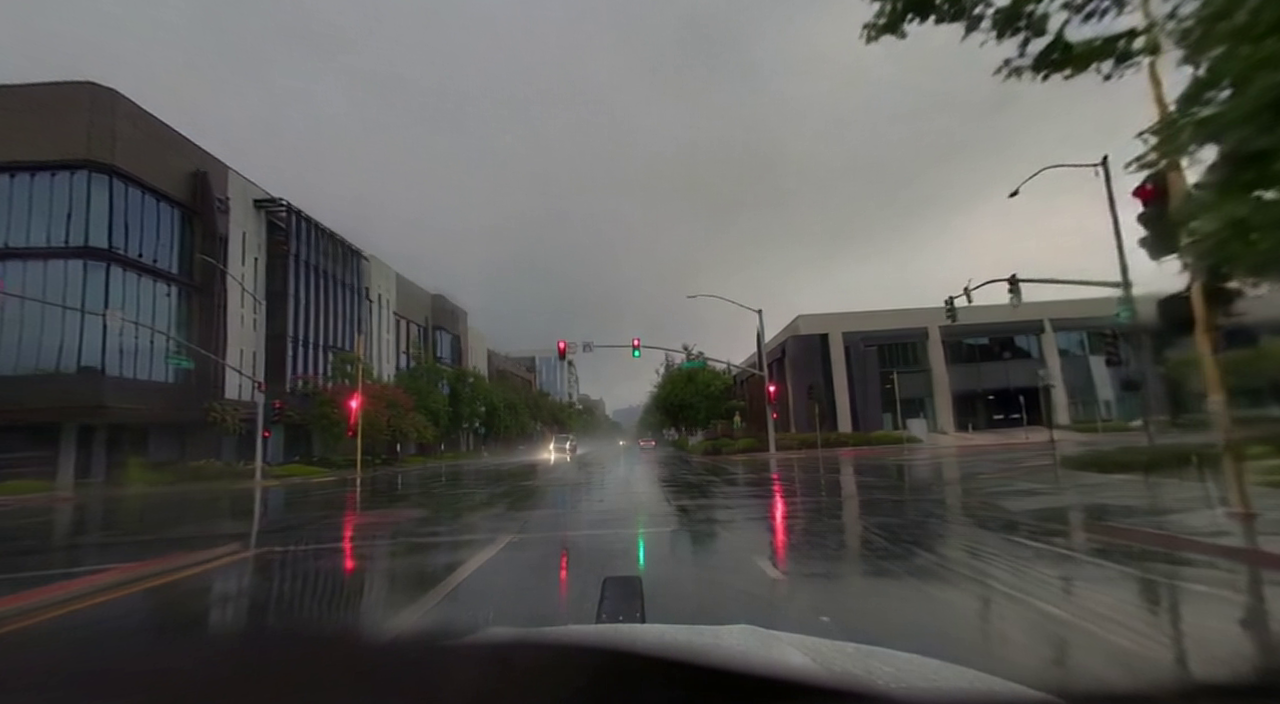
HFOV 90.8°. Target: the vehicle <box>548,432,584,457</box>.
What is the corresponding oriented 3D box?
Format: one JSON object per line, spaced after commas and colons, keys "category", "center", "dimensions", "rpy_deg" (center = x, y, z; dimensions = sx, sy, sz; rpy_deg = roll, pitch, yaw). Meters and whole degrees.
{"category": "vehicle", "center": [-5.235, 6.623, 45.083], "dimensions": [1.988, 1.666, 4.074], "rpy_deg": [0, -9, 1]}
